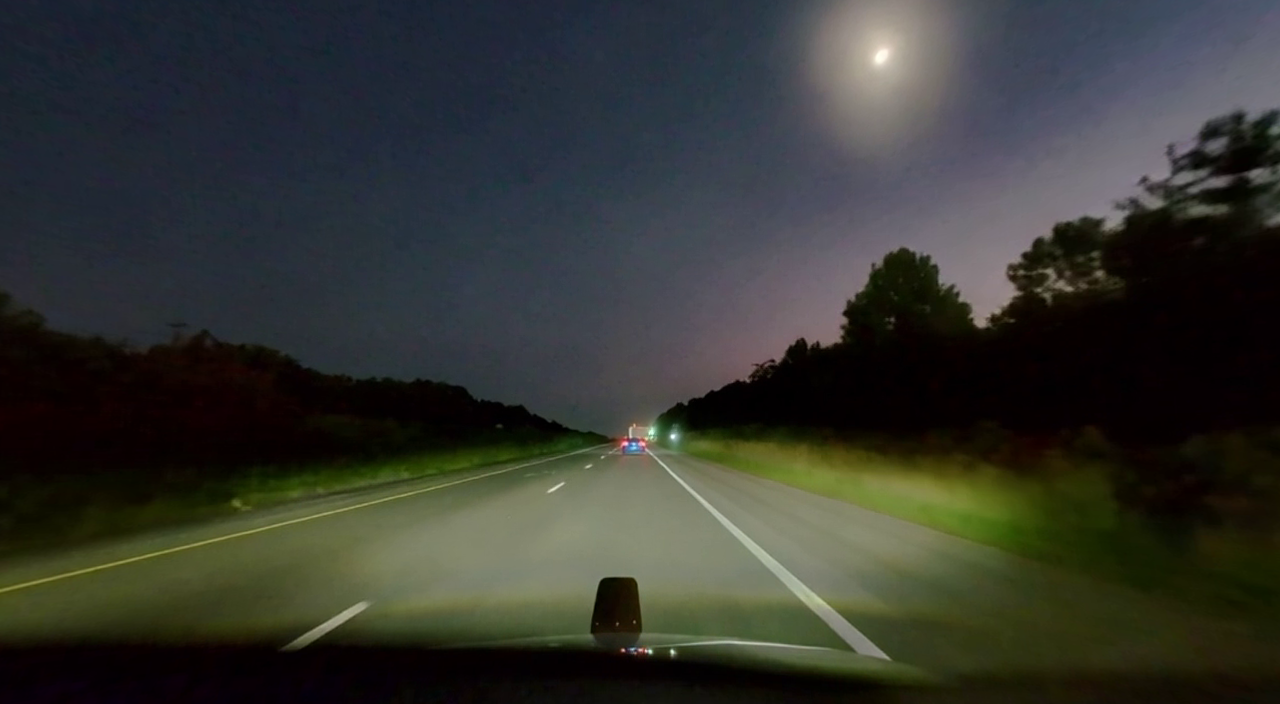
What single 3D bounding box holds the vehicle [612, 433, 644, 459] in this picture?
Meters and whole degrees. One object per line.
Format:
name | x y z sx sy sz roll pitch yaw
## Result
vehicle | -0.827 6.596 44.366 2.180 1.717 4.139 0 -8 -1
